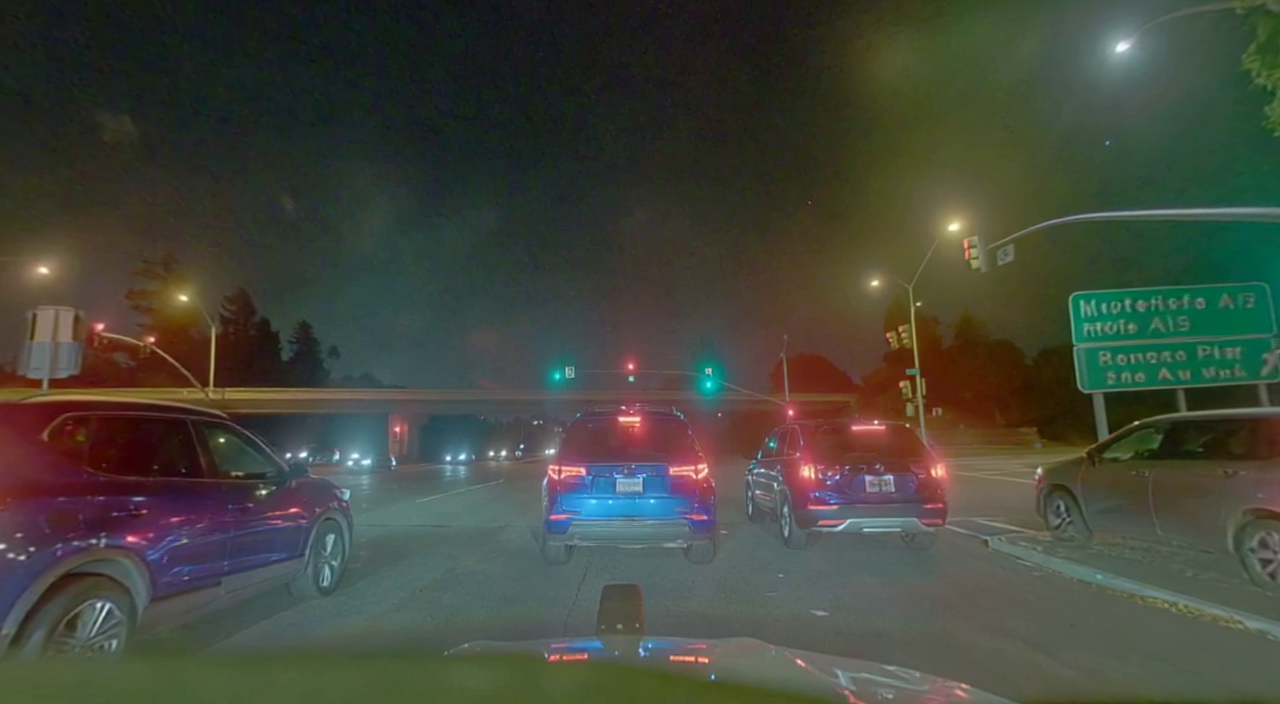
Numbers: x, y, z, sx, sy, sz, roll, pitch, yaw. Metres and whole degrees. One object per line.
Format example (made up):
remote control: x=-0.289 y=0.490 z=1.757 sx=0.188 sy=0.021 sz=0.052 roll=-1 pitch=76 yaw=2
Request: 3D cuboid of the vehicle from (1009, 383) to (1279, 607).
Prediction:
vehicle: x=6.207 y=1.372 z=6.591 sx=2.074 sy=1.785 sz=4.320 roll=0 pitch=-8 yaw=0

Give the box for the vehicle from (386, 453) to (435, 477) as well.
vehicle: x=-16.272 y=7.987 z=45.038 sx=1.859 sy=1.542 sz=4.657 roll=0 pitch=-8 yaw=-1

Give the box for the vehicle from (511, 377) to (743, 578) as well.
vehicle: x=-0.219 y=1.601 z=8.822 sx=2.342 sy=2.026 sz=4.642 roll=0 pitch=-8 yaw=-2

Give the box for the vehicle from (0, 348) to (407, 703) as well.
vehicle: x=-3.746 y=1.203 z=4.937 sx=2.060 sy=1.768 sz=4.681 roll=0 pitch=-8 yaw=0
